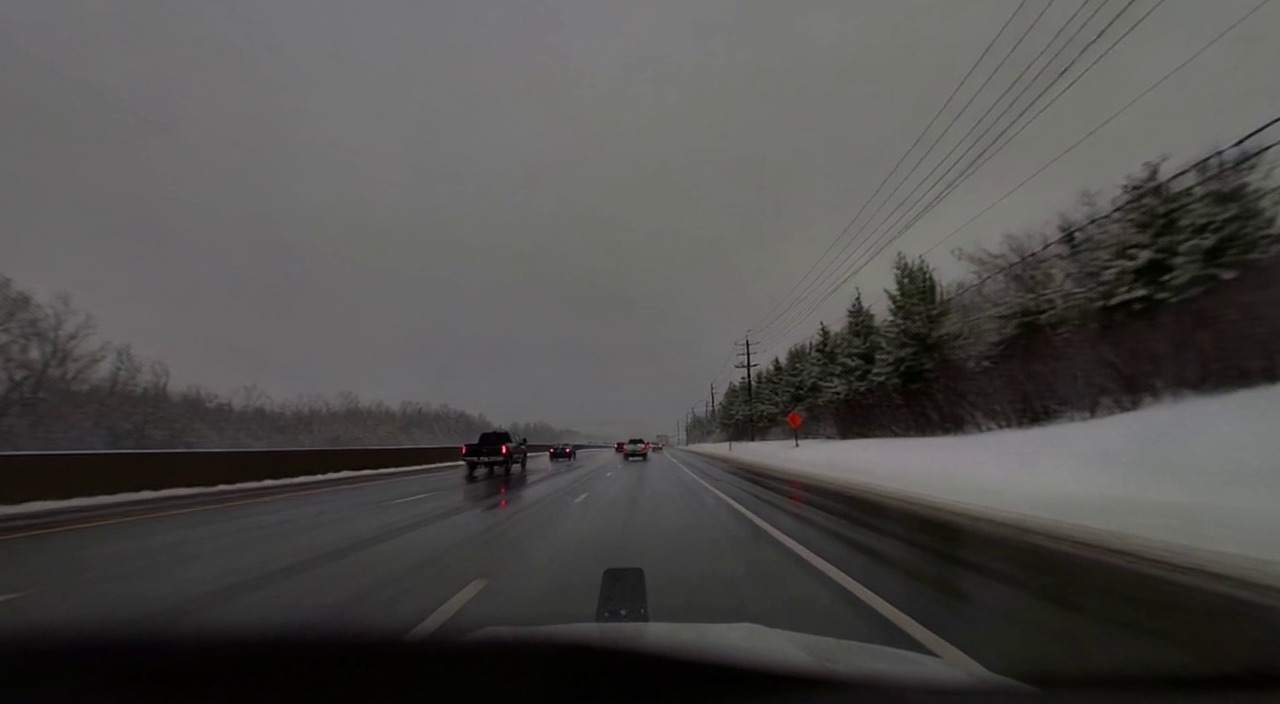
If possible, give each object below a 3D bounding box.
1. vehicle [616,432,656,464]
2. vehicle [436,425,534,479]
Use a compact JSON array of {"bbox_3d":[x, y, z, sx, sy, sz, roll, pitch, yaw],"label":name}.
[{"bbox_3d":[-0.206,6.471,42.700,2.448,2.025,5.193,-1,-8,2],"label":"vehicle"},{"bbox_3d":[-6.293,4.186,26.645,2.460,1.992,6.474,0,-8,1],"label":"vehicle"}]
